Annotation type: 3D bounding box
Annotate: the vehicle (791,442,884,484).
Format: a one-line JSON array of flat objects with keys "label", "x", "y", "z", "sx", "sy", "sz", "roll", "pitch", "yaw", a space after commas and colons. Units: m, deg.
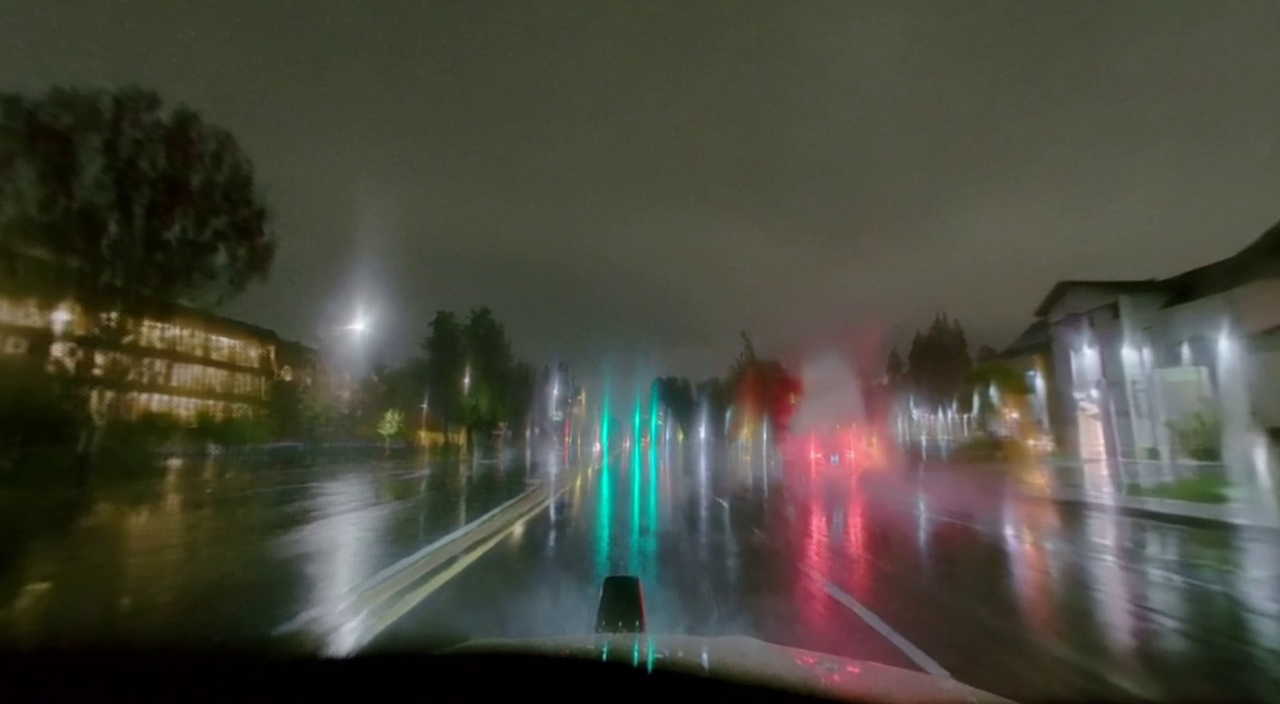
[{"label": "vehicle", "x": 7.409, "y": 4.199, "z": 24.122, "sx": 2.054, "sy": 1.421, "sz": 4.487, "roll": 0, "pitch": -9, "yaw": -1}]
